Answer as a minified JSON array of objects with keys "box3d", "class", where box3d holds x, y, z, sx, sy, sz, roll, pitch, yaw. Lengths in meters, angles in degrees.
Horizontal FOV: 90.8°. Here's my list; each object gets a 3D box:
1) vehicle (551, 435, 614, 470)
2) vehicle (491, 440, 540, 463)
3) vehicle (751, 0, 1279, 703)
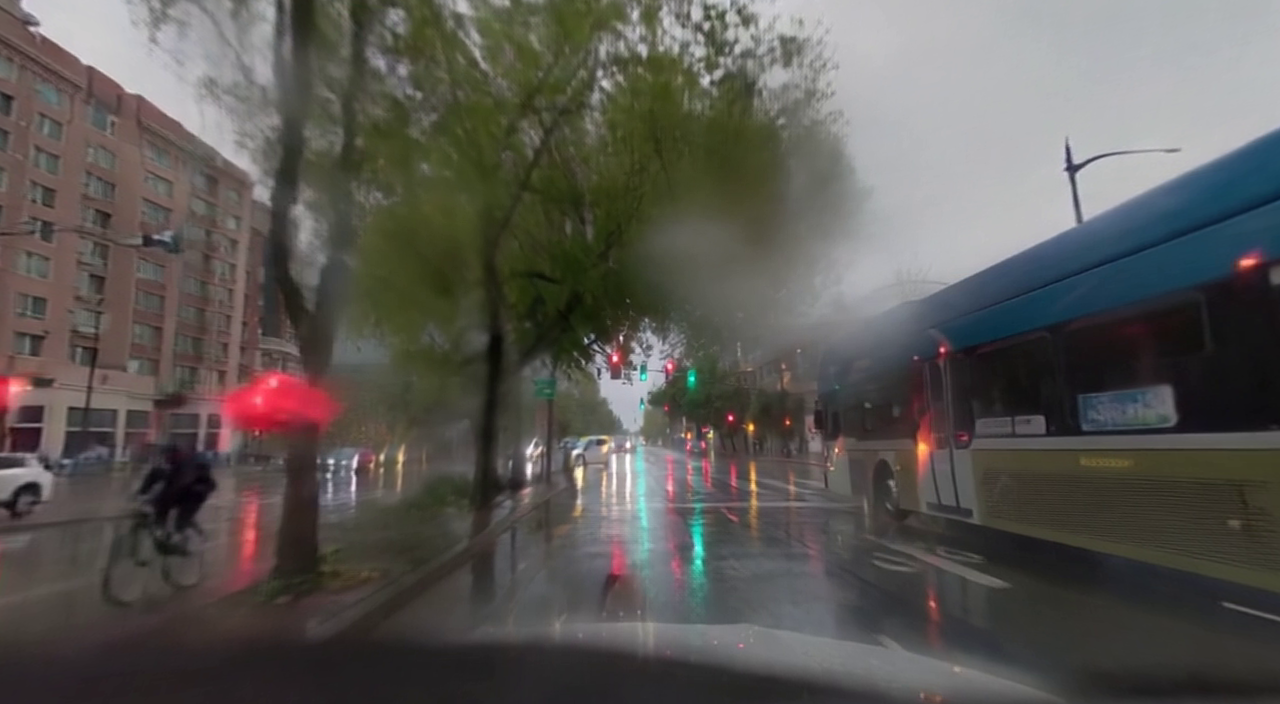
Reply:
[{"box3d":[-2.859,4.788,30.363,2.123,1.544,4.158,2,-9,-18],"class":"vehicle"},{"box3d":[-8.418,6.661,42.552,2.036,1.467,3.979,4,-10,-29],"class":"vehicle"},{"box3d":[3.260,-0.258,2.083,3.250,3.731,13.693,0,-8,0],"class":"vehicle"}]
